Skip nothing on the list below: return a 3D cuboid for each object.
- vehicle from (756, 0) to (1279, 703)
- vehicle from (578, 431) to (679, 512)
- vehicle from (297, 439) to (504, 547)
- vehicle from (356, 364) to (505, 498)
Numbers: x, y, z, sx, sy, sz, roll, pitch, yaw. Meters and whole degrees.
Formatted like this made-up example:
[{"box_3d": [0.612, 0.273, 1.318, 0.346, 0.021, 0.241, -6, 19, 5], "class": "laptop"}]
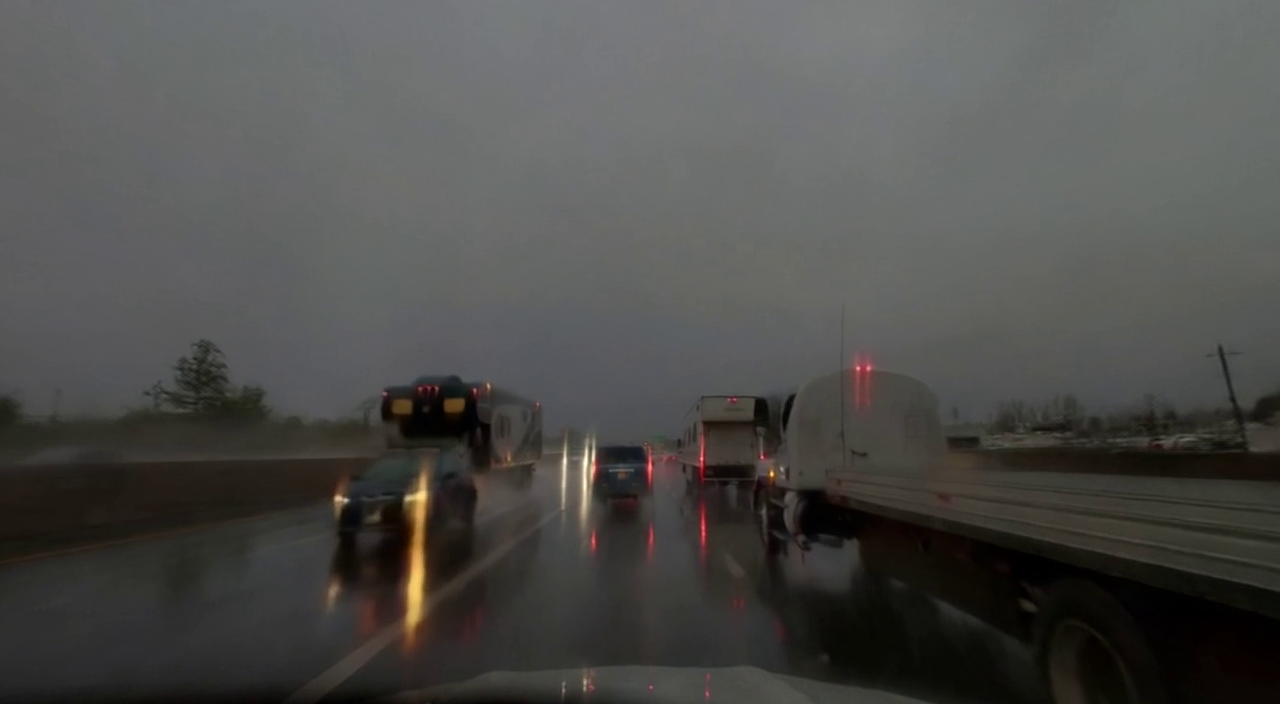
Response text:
[{"box_3d": [2.795, 0.063, 3.895, 2.934, 3.963, 5.832, 0, -9, -1], "class": "vehicle"}, {"box_3d": [-0.279, 2.922, 15.840, 2.201, 1.719, 4.058, 0, -9, -1], "class": "vehicle"}, {"box_3d": [-3.816, 2.301, 10.932, 1.980, 1.499, 3.944, 0, -9, 1], "class": "vehicle"}, {"box_3d": [-6.910, 2.796, 21.925, 3.008, 3.987, 5.871, 0, -9, 1], "class": "vehicle"}]
